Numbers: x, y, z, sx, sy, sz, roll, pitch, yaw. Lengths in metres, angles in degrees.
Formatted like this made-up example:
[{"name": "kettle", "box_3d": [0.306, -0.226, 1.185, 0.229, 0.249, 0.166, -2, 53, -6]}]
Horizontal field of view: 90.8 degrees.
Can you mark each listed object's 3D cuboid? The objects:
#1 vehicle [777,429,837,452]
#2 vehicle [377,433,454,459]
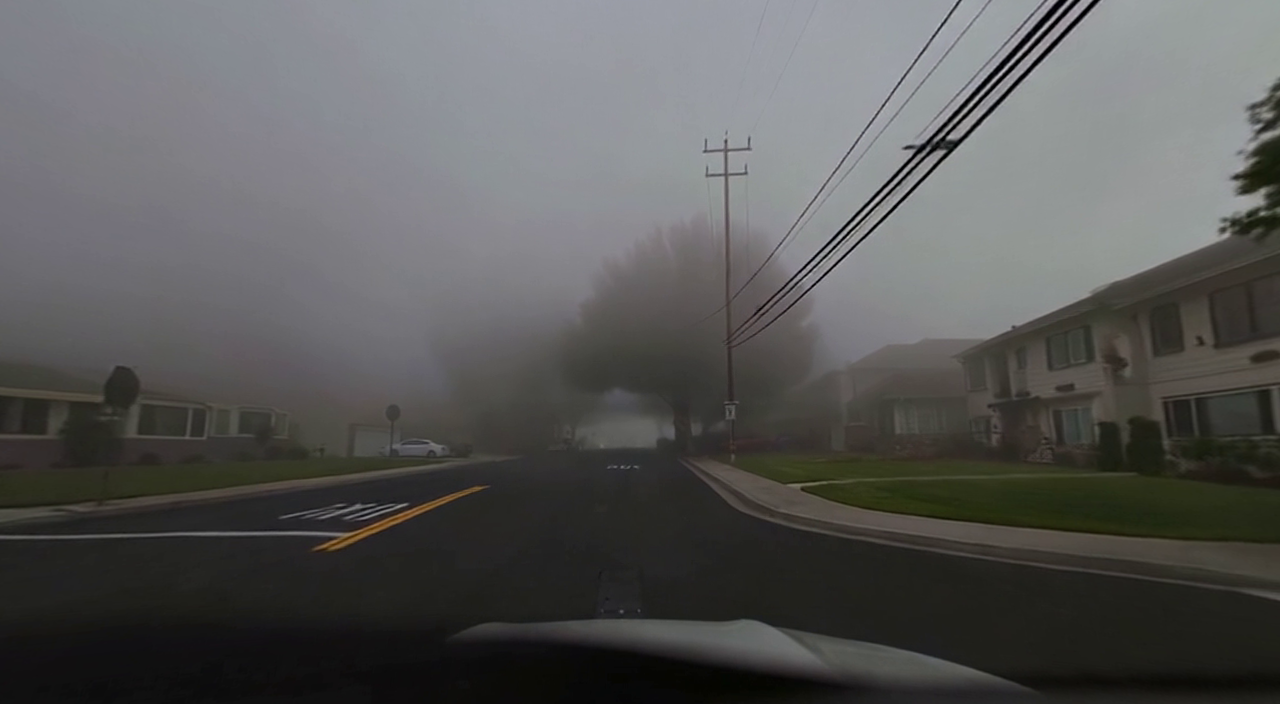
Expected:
[{"name": "vehicle", "box_3d": [12.828, 6.826, 48.758, 4.122, 1.610, 1.888, -1, -6, 2]}, {"name": "vehicle", "box_3d": [-15.249, 6.383, 43.104, 4.500, 1.714, 1.924, -1, -8, 7]}]
